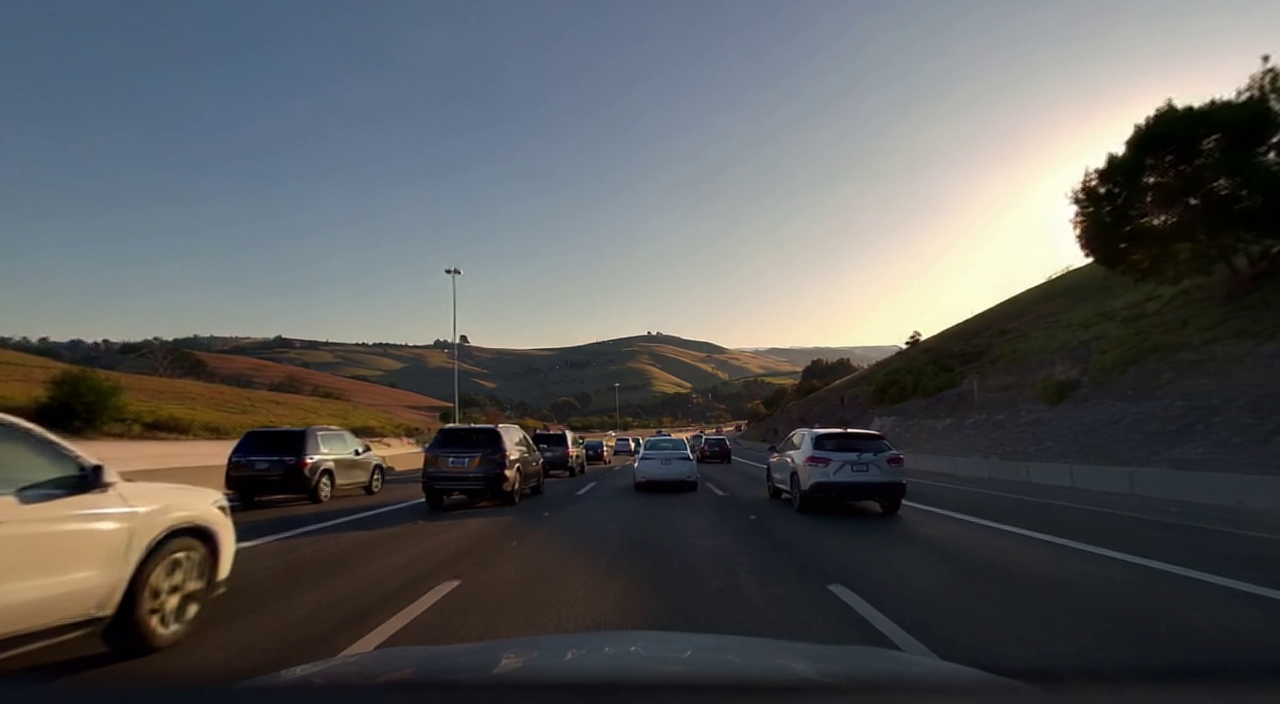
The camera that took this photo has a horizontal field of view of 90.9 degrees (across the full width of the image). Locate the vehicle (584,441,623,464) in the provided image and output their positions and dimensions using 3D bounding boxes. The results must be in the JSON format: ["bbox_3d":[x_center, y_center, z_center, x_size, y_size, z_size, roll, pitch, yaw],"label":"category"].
[{"bbox_3d":[-2.227,6.242,39.282,1.973,1.378,3.677,-1,-8,4],"label":"vehicle"}]

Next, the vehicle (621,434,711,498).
[{"bbox_3d":[0.649,2.973,16.906,2.105,1.471,4.349,0,-8,1],"label":"vehicle"}]

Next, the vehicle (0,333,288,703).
[{"bbox_3d":[-3.573,0.747,2.094,2.179,1.723,4.410,0,-8,1],"label":"vehicle"}]

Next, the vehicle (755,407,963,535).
[{"bbox_3d":[3.459,1.988,11.094,2.046,1.765,4.534,0,-8,0],"label":"vehicle"}]

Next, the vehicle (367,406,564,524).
[{"bbox_3d":[-3.176,2.221,13.003,2.301,1.902,5.374,0,-8,3],"label":"vehicle"}]
